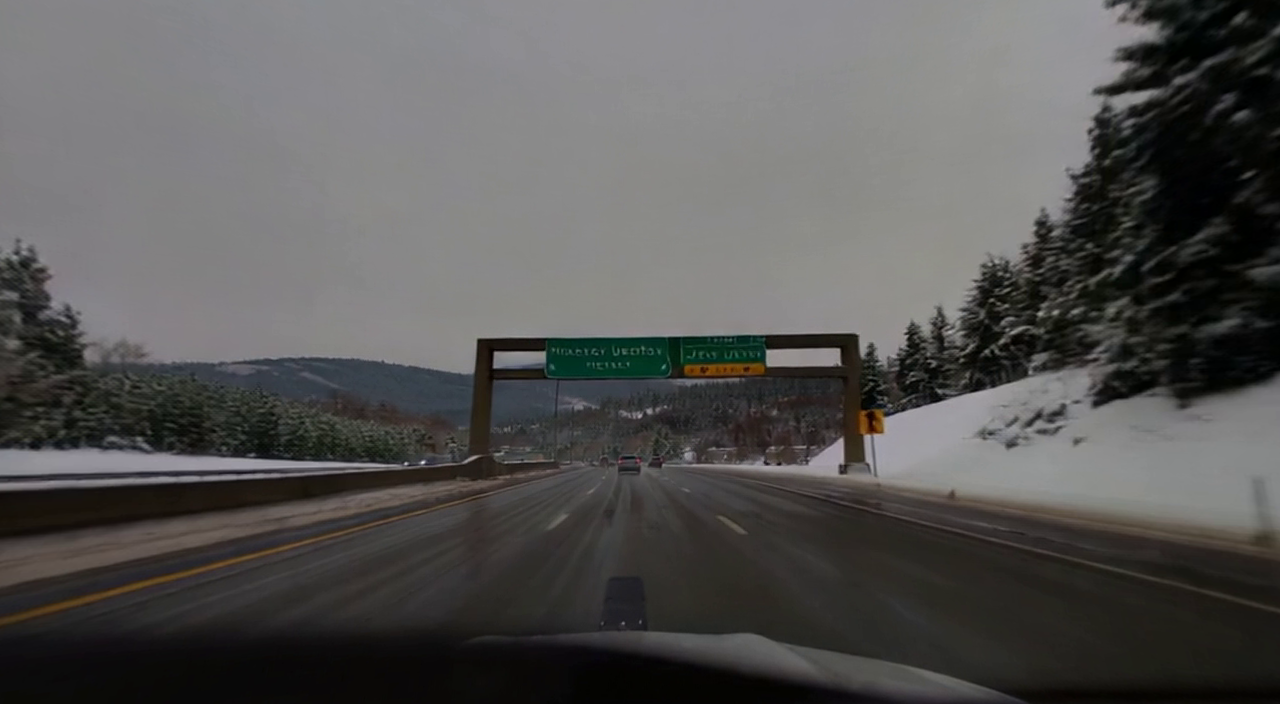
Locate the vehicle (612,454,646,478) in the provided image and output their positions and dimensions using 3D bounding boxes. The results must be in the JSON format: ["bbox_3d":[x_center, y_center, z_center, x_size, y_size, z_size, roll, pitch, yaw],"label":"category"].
[{"bbox_3d":[-0.783,7.605,42.202,2.193,1.497,4.337,0,-9,-2],"label":"vehicle"}]
